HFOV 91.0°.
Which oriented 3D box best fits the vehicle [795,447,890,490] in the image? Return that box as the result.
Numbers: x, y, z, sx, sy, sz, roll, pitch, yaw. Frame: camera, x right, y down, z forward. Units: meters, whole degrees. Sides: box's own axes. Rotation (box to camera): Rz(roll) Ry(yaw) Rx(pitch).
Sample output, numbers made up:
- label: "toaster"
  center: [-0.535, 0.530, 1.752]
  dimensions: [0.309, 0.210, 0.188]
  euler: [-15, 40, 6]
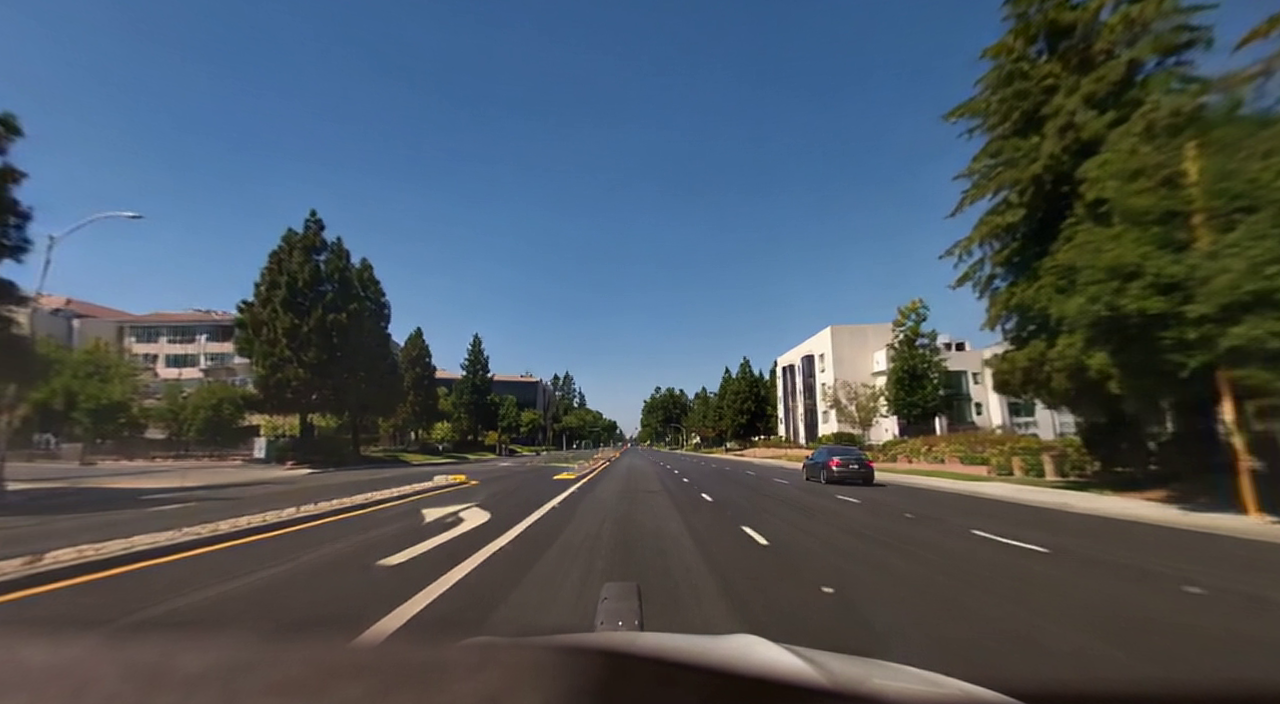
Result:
- label: "vehicle"
  center: [7.458, 4.307, 23.726]
  dimensions: [2.054, 1.421, 4.487]
  euler: [0, -8, -1]
